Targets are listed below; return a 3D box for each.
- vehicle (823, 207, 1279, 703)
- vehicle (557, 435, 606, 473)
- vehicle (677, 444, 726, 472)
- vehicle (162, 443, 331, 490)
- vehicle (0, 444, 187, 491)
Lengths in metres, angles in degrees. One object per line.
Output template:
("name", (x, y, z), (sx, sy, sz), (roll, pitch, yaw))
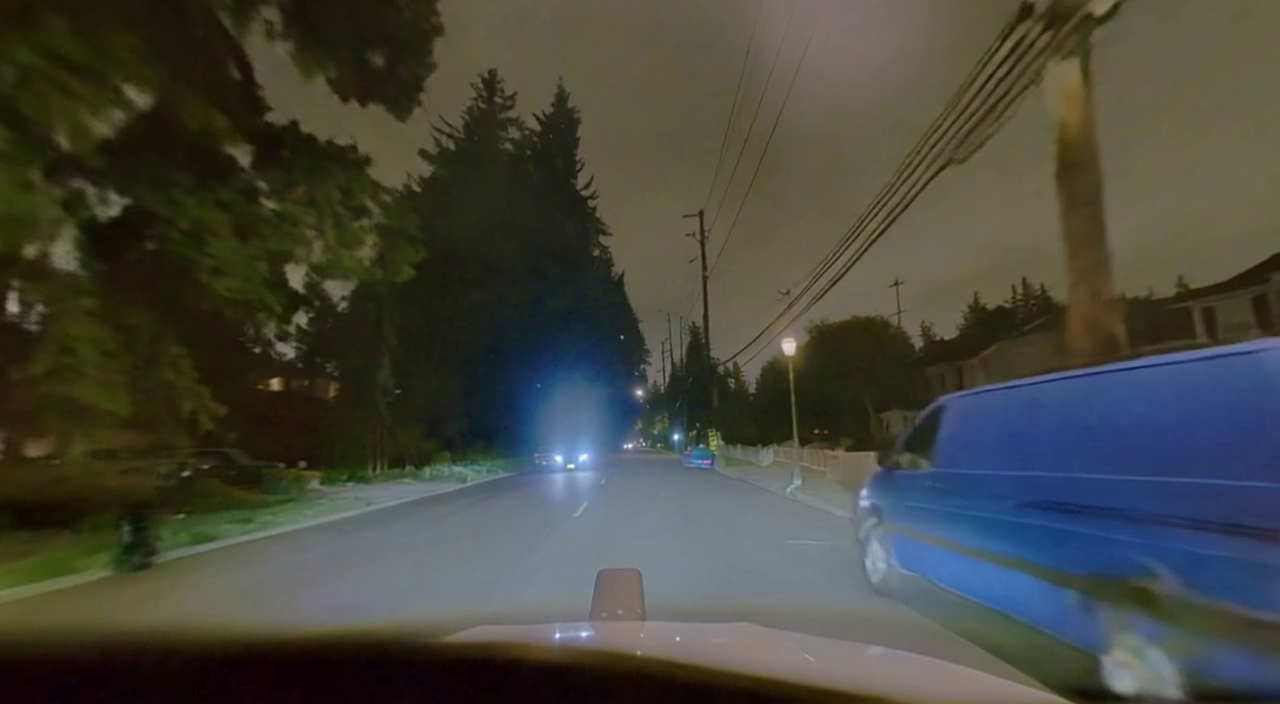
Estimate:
("vehicle", (3.030, 0.870, 3.618), (2.311, 2.069, 5.156), (0, -9, -1))
("vehicle", (-3.017, 5.423, 33.671), (2.032, 1.836, 4.520), (-1, -9, 2))
("vehicle", (3.308, 5.809, 34.958), (1.944, 1.439, 4.500), (0, -9, -4))
("vehicle", (-13.268, 3.878, 21.545), (4.443, 1.475, 1.932), (0, -9, -2))
("vehicle", (-18.502, 3.903, 21.500), (4.615, 1.482, 2.073), (-1, -8, 2))
